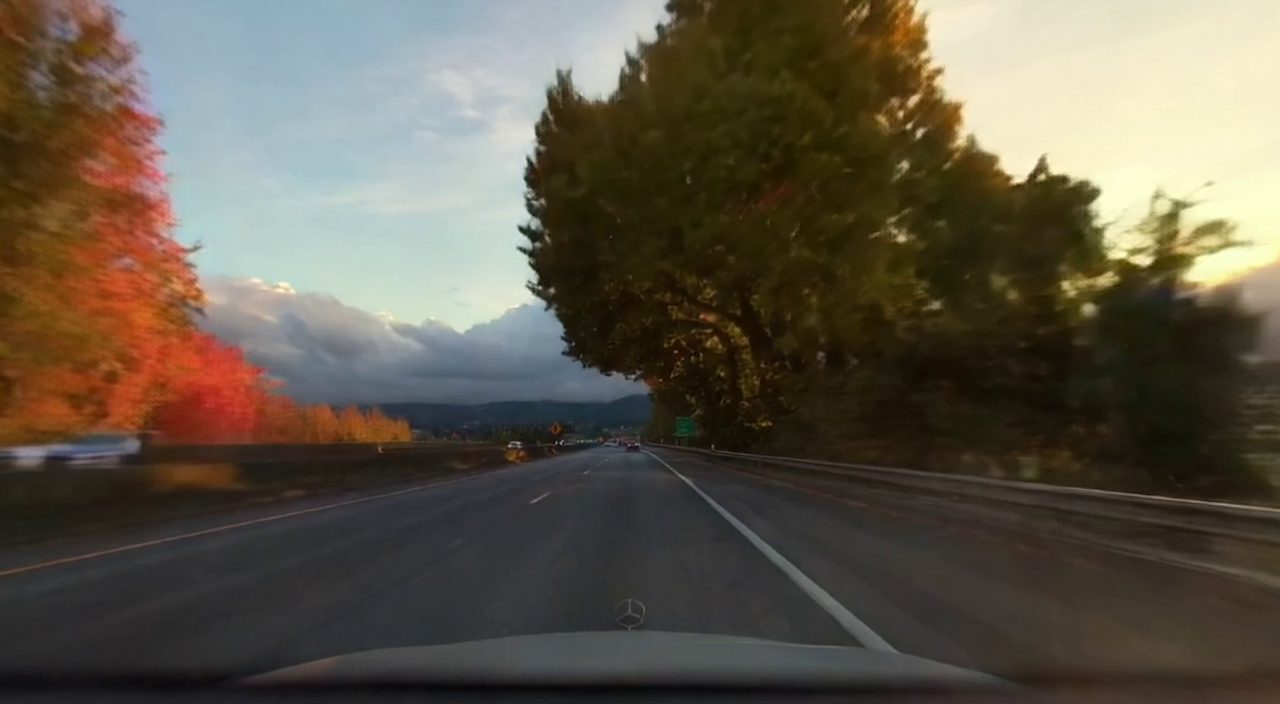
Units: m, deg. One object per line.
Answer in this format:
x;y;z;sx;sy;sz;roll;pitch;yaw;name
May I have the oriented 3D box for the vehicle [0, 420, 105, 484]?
-16.507;2.555;16.200;1.861;1.541;4.039;0;-8;0;vehicle
